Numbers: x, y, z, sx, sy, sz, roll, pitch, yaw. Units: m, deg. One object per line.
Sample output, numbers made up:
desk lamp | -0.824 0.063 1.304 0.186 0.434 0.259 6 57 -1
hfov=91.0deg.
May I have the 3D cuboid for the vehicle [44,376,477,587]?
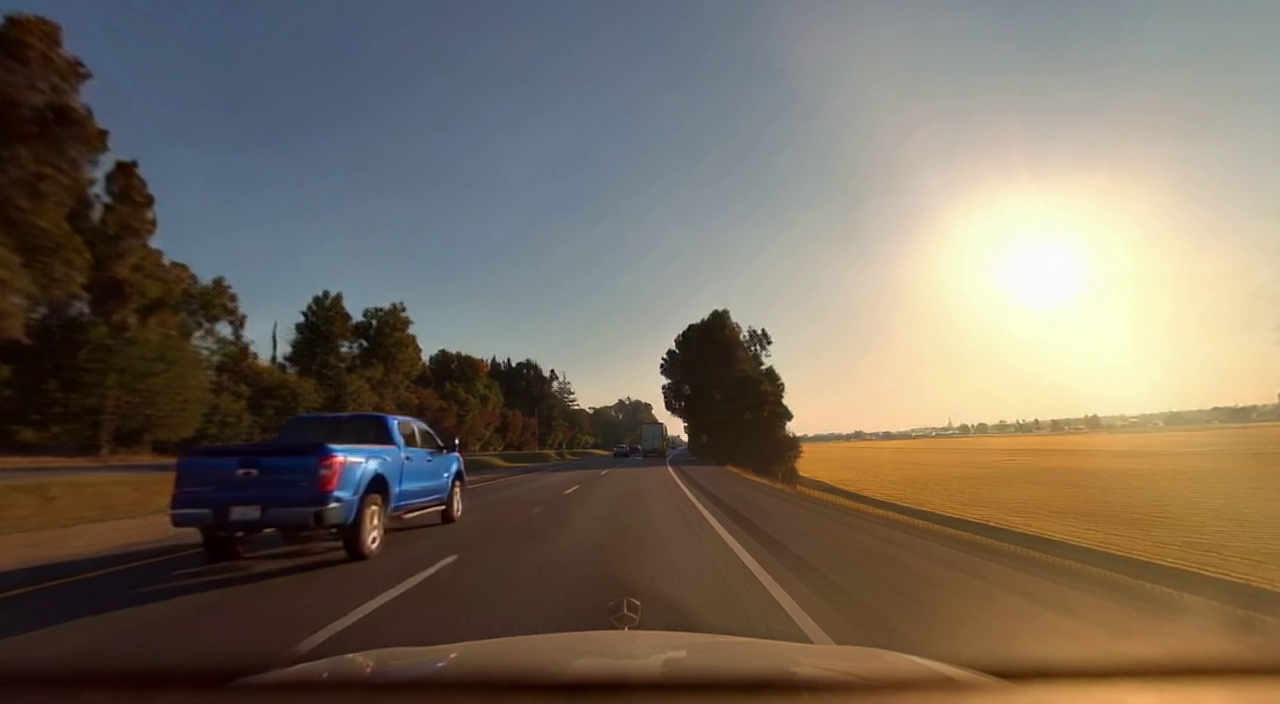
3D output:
vehicle | -3.936 1.486 7.995 2.295 1.815 4.983 0 -9 1
